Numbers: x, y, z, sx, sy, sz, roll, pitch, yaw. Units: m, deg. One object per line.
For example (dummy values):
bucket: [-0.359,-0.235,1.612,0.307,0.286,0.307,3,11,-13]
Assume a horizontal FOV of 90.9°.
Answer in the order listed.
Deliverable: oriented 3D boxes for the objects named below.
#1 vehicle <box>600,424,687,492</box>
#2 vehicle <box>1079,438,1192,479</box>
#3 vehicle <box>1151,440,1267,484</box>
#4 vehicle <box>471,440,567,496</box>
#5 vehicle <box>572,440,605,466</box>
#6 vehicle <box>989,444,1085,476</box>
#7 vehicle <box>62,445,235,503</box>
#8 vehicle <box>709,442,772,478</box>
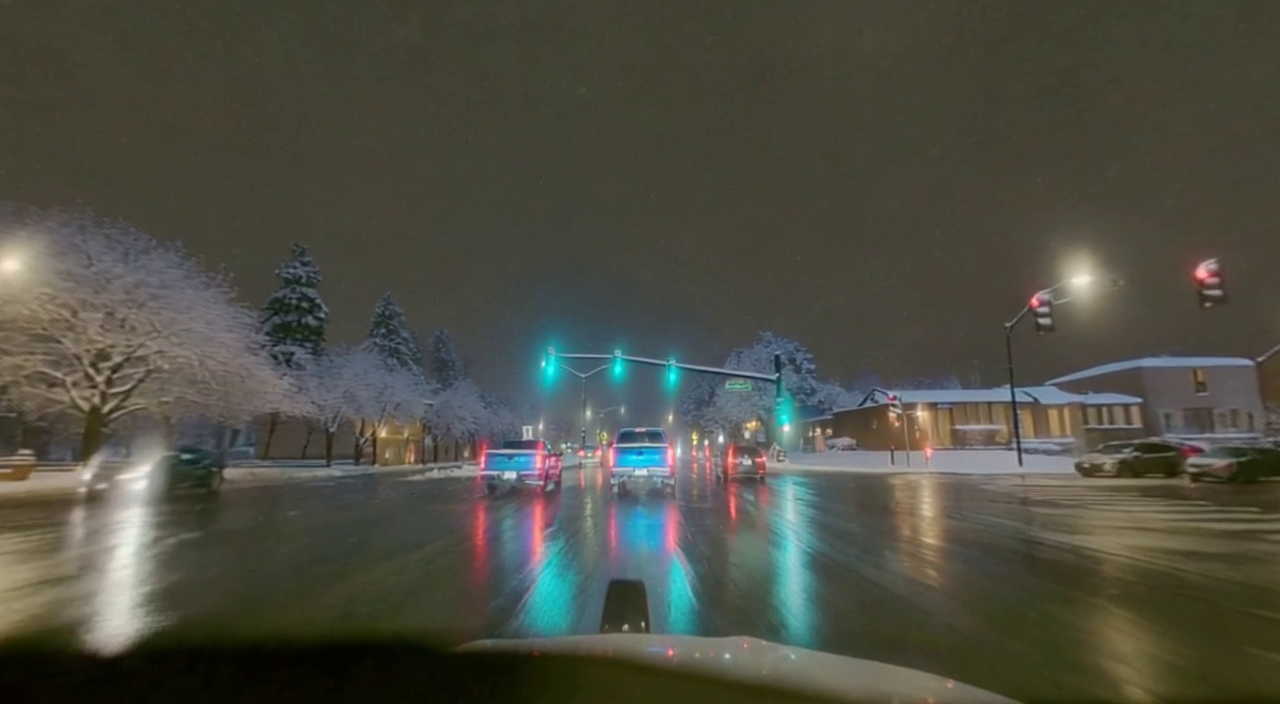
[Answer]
vehicle: [0.103,3.407,20.612,2.493,1.934,4.957,0,-8,0]
vehicle: [23.124,4.904,29.406,4.786,1.777,2.248,4,-9,-28]
vehicle: [23.645,4.510,26.183,4.705,1.675,1.890,4,-9,-27]
vehicle: [-3.534,3.450,19.267,1.986,1.465,4.509,0,-8,1]
vehicle: [-3.558,7.080,44.392,2.018,1.700,4.142,0,-8,0]
vehicle: [19.960,5.364,31.651,4.417,1.492,1.943,4,-9,-26]
vehicle: [-15.909,3.915,20.806,2.012,1.674,4.522,0,-8,1]
vehicle: [4.395,4.785,28.240,1.968,1.472,4.456,0,-8,-1]
